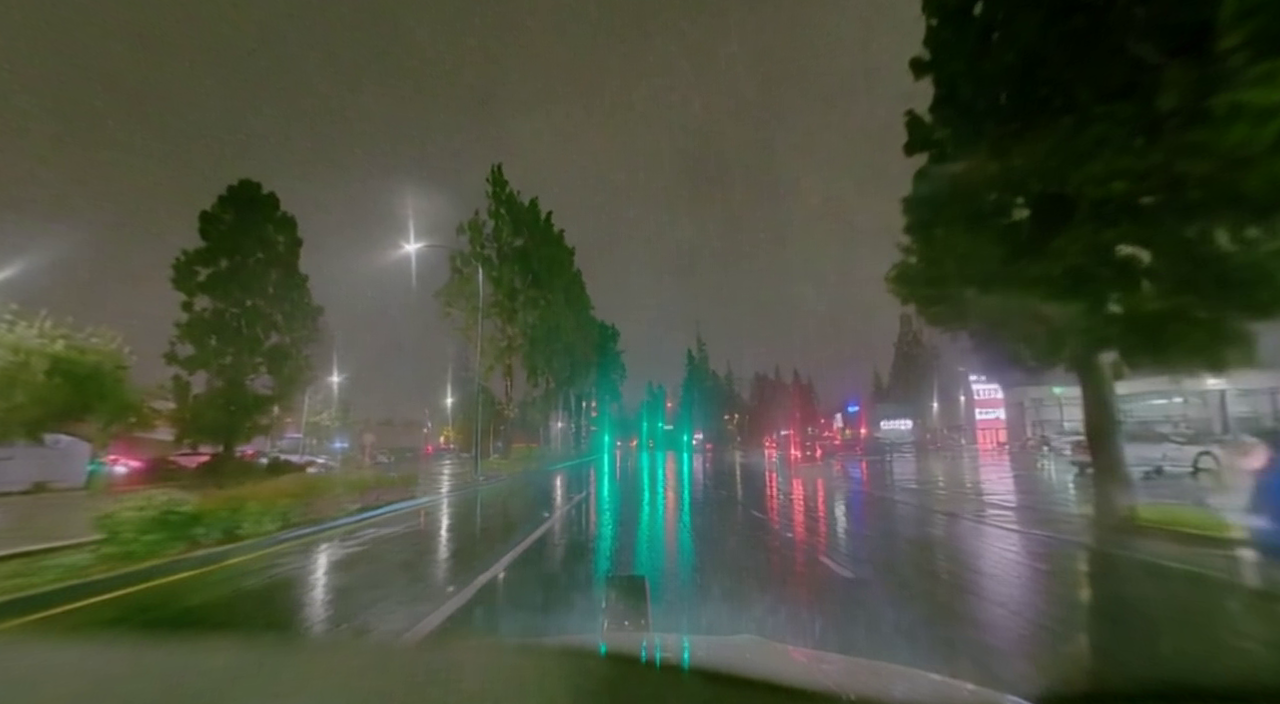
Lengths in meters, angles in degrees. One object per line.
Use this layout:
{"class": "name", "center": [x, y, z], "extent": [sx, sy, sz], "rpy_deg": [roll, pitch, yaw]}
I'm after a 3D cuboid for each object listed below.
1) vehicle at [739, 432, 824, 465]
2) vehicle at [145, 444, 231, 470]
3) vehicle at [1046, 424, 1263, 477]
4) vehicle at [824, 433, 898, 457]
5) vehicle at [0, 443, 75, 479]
{"class": "vehicle", "center": [9.582, 6.568, 42.716], "extent": [5.329, 2.114, 2.325], "rpy_deg": [-3, -9, 19]}
{"class": "vehicle", "center": [-32.250, 7.468, 45.035], "extent": [4.557, 1.773, 2.018], "rpy_deg": [0, -9, 1]}
{"class": "vehicle", "center": [17.286, 3.337, 21.412], "extent": [5.283, 1.646, 2.435], "rpy_deg": [0, -8, -3]}
{"class": "vehicle", "center": [17.082, 7.235, 48.954], "extent": [4.897, 1.739, 2.259], "rpy_deg": [-1, -8, 2]}
{"class": "vehicle", "center": [-31.765, 5.394, 31.379], "extent": [4.868, 1.673, 2.341], "rpy_deg": [0, -8, -2]}
